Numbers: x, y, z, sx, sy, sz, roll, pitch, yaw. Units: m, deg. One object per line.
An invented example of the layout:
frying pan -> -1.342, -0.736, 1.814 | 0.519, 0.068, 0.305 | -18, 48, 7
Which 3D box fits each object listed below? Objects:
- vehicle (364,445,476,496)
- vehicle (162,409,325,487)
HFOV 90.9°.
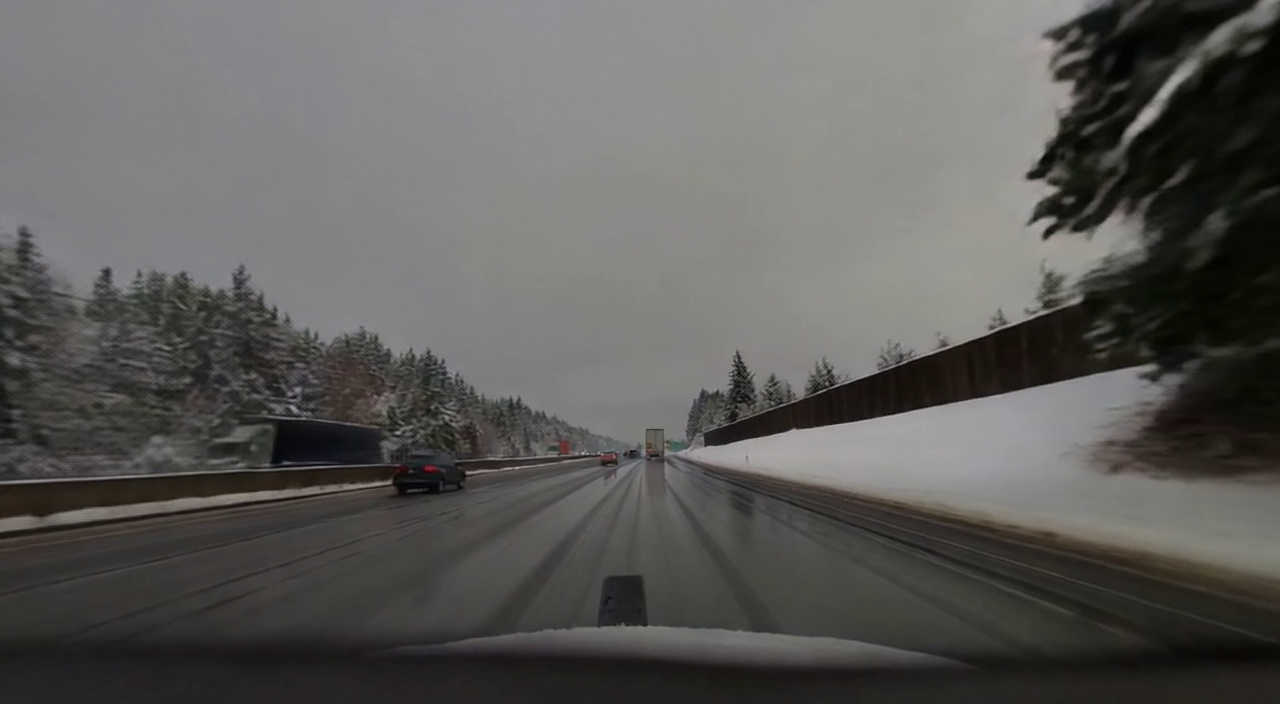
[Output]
vehicle -> -7.195, 3.910, 21.163 | 2.031, 1.521, 4.503 | 0, -9, 1
vehicle -> -22.860, 5.697, 37.382 | 2.991, 3.954, 10.063 | 0, -9, 1
